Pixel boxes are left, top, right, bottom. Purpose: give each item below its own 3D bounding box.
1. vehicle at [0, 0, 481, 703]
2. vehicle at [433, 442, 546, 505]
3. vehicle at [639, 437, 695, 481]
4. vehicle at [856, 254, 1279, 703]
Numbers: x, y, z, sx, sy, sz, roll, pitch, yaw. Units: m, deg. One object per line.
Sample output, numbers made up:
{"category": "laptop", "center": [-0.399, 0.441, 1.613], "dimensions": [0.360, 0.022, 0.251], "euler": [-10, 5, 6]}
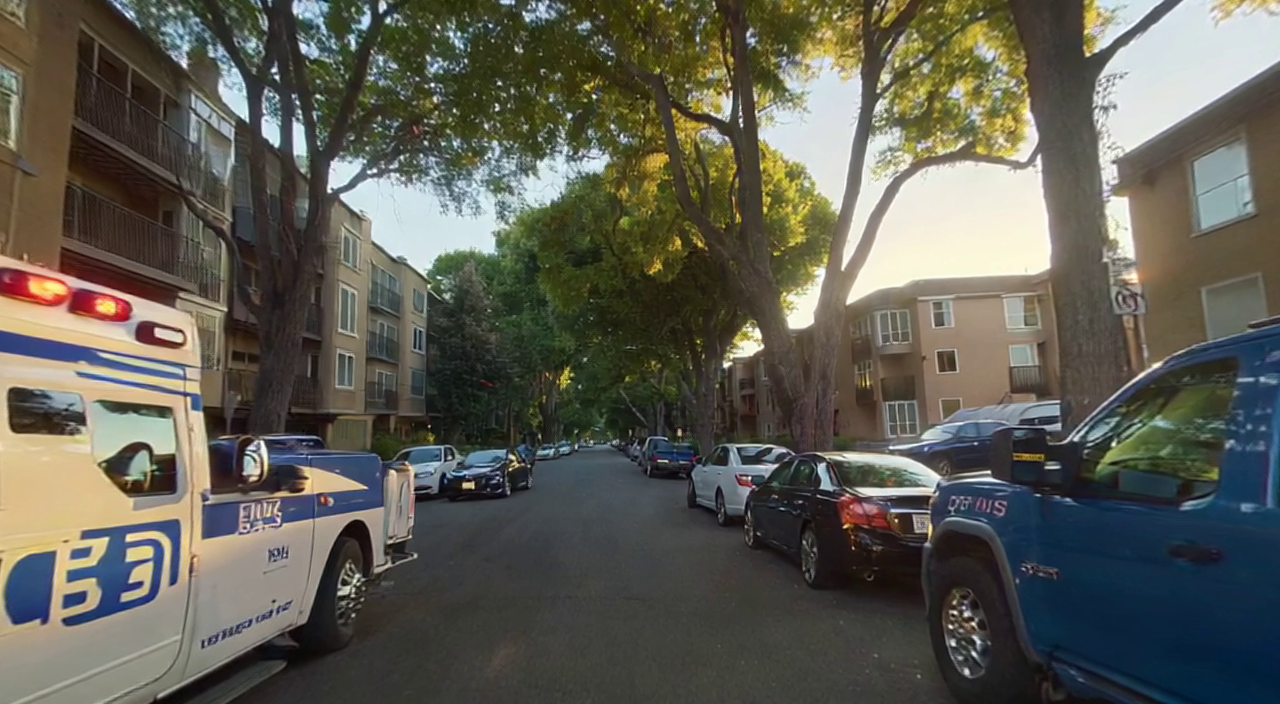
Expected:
{"category": "vehicle", "center": [-2.650, 0.286, 1.911], "dimensions": [2.705, 2.859, 6.875], "euler": [0, -8, -2]}
{"category": "vehicle", "center": [-3.983, 3.275, 17.535], "dimensions": [1.966, 1.515, 4.394], "euler": [0, -8, 1]}
{"category": "vehicle", "center": [1.032, 4.462, 26.578], "dimensions": [1.878, 1.664, 4.033], "euler": [1, -8, -5]}
{"category": "vehicle", "center": [2.670, 0.619, 1.168], "dimensions": [2.369, 1.761, 5.836], "euler": [0, -8, -1]}
